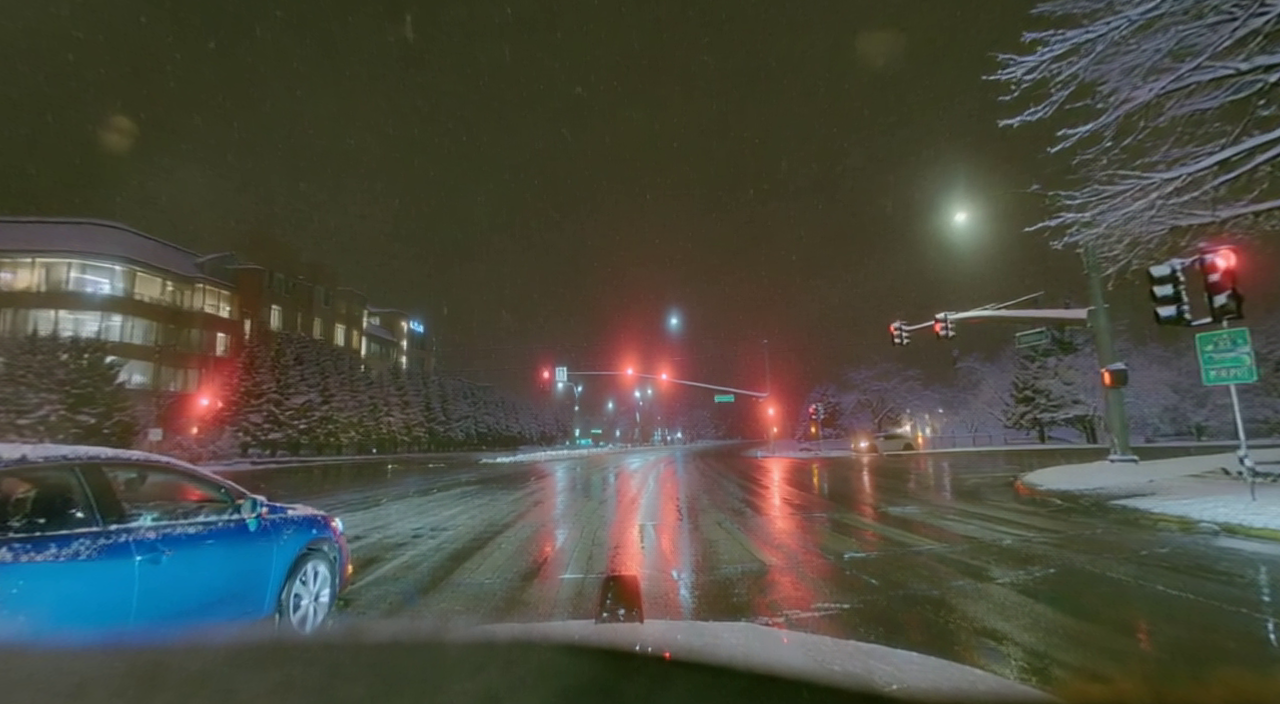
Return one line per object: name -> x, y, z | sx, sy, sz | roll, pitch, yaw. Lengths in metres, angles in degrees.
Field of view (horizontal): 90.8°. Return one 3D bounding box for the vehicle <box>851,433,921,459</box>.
vehicle -> 17.629, 6.742, 45.246 | 4.600, 1.783, 1.970 | 4, -10, -26
